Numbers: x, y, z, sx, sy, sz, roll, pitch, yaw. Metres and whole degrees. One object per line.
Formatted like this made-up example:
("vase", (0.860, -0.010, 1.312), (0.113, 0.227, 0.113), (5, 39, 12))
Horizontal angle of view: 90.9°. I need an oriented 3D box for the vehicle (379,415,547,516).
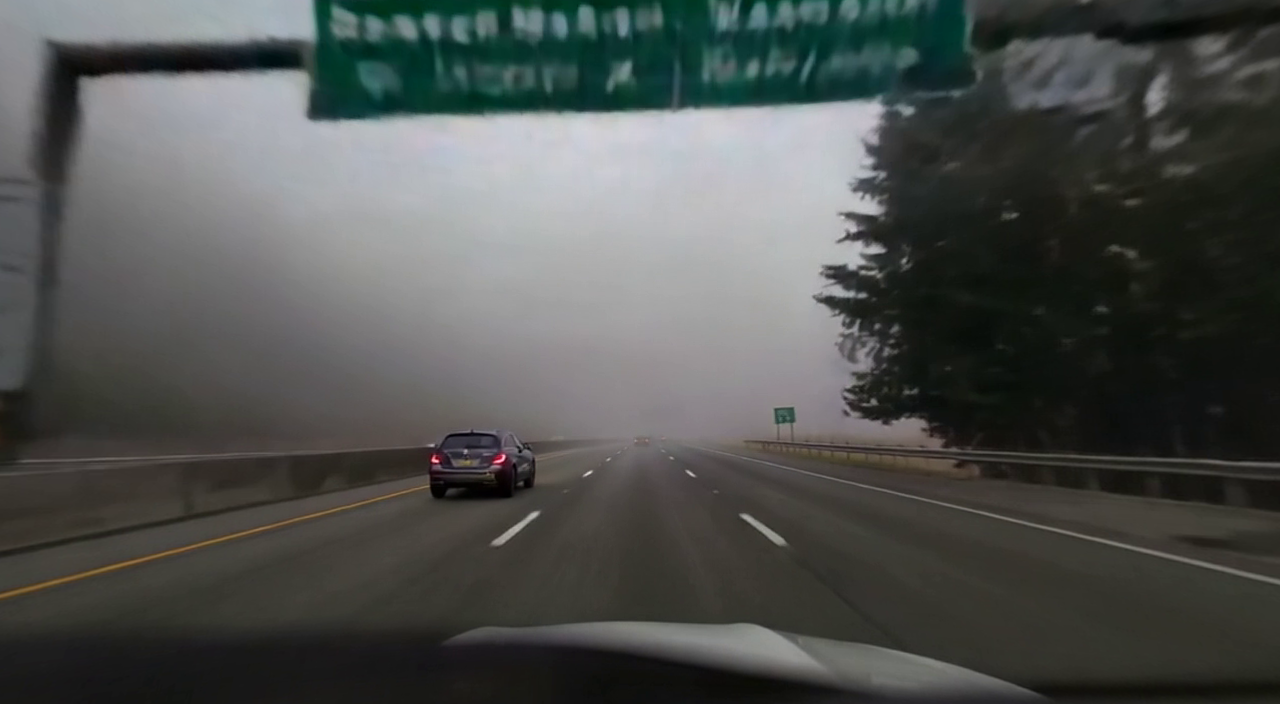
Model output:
("vehicle", (-3.212, 2.145, 12.443), (2.084, 1.654, 4.080), (0, -8, 1))
